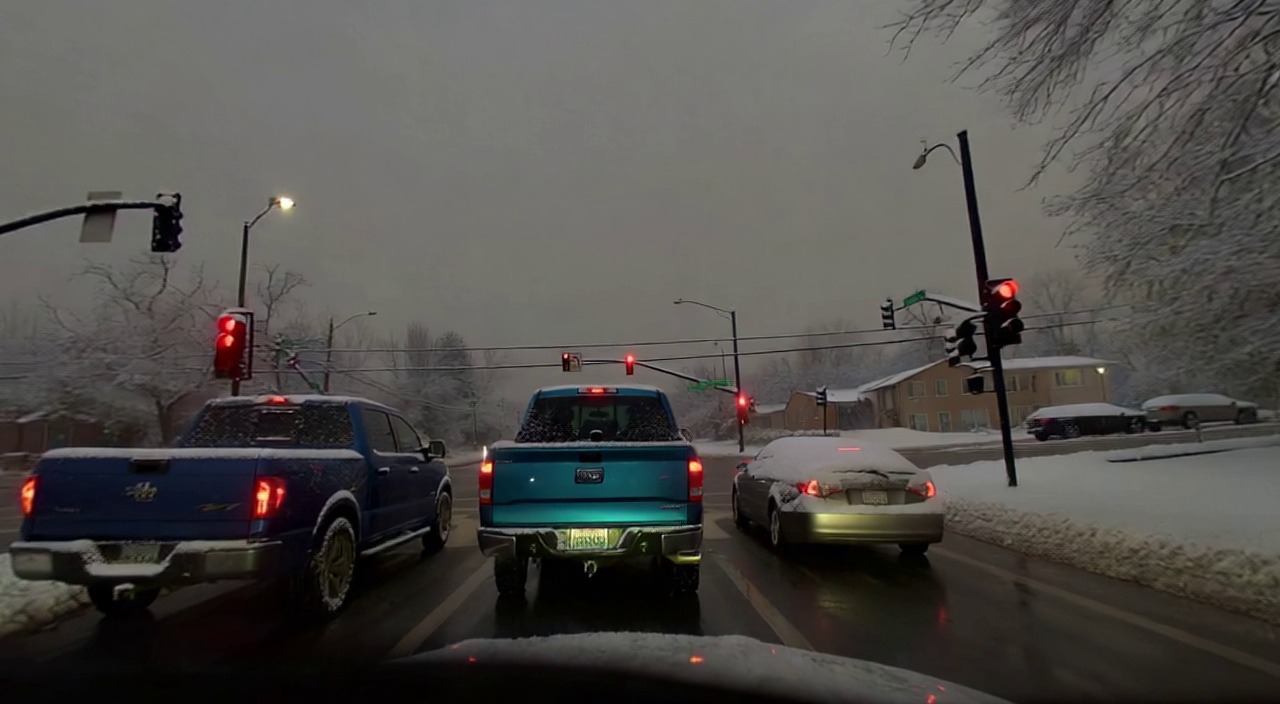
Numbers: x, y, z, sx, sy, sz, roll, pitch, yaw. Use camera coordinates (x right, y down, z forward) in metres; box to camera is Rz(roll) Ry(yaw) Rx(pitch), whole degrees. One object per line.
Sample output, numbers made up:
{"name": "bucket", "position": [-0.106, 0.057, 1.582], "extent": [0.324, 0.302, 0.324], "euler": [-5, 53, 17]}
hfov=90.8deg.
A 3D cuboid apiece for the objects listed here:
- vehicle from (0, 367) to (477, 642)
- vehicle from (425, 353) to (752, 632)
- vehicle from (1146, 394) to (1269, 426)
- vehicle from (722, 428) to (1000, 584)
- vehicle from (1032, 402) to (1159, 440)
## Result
{"name": "vehicle", "position": [-3.453, 1.392, 6.866], "extent": [2.146, 1.828, 5.148], "euler": [0, -9, -2]}
{"name": "vehicle", "position": [-0.391, 1.310, 6.747], "extent": [2.282, 1.964, 4.421], "euler": [0, -9, -1]}
{"name": "vehicle", "position": [29.281, 3.039, 32.689], "extent": [4.540, 1.543, 1.803], "euler": [0, -9, 0]}
{"name": "vehicle", "position": [2.414, 1.812, 8.309], "extent": [2.016, 1.481, 4.336], "euler": [0, -9, -1]}
{"name": "vehicle", "position": [23.316, 3.586, 32.485], "extent": [4.721, 1.866, 2.188], "euler": [0, -9, 2]}
